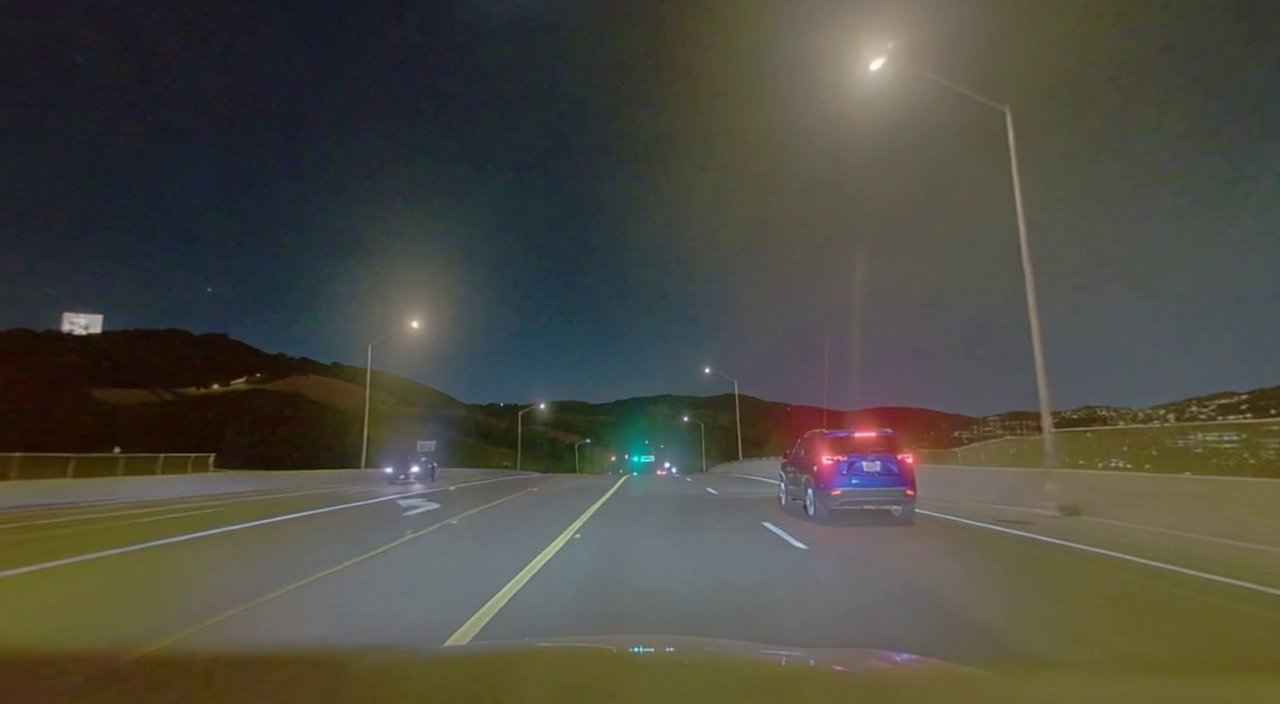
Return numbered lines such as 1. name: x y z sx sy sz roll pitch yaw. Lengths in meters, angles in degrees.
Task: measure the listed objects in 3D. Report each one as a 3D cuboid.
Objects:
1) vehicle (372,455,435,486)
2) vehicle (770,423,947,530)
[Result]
1. vehicle: -13.749 6.890 36.984 1.918 1.642 4.391 0 -9 1
2. vehicle: 4.030 2.367 12.553 1.989 1.730 4.324 0 -9 1
